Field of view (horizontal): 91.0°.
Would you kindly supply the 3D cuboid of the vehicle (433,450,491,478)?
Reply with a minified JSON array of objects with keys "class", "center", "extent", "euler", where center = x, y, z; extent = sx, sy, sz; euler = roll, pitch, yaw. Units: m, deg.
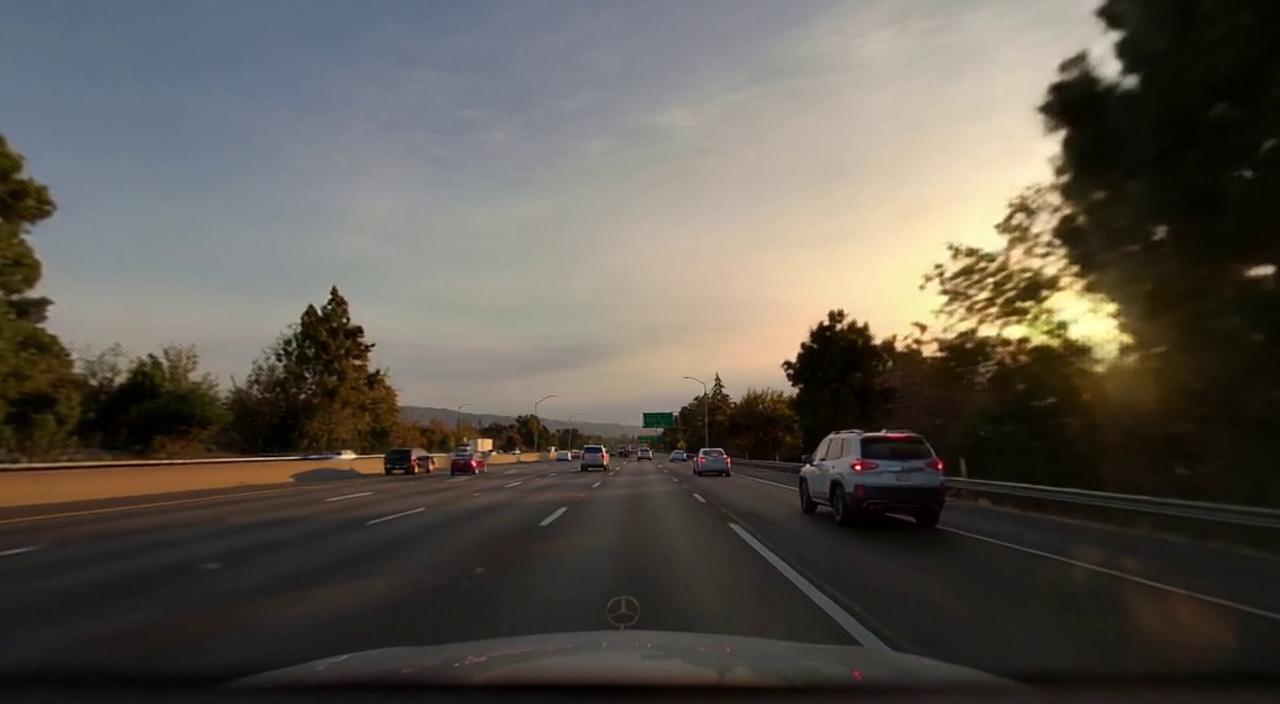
[{"class":"vehicle","center":[-10.268,6.498,36.734],"extent":[1.974,1.472,4.684],"euler":[0,-9,1]}]

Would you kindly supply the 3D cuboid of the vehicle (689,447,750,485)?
[{"class":"vehicle","center":[3.422,5.005,27.986],"extent":[2.126,1.529,4.438],"euler":[0,-9,0]}]

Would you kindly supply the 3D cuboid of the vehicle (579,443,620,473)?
[{"class":"vehicle","center":[-2.693,7.287,43.529],"extent":[2.449,1.929,5.503],"euler":[0,-9,0]}]

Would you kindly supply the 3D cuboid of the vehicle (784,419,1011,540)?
[{"class":"vehicle","center":[4.400,2.270,11.845],"extent":[2.218,1.776,4.807],"euler":[0,-9,0]}]

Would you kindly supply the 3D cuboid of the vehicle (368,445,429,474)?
[{"class":"vehicle","center":[-16.632,7.395,43.595],"extent":[2.181,1.819,4.830],"euler":[0,-9,2]}]
